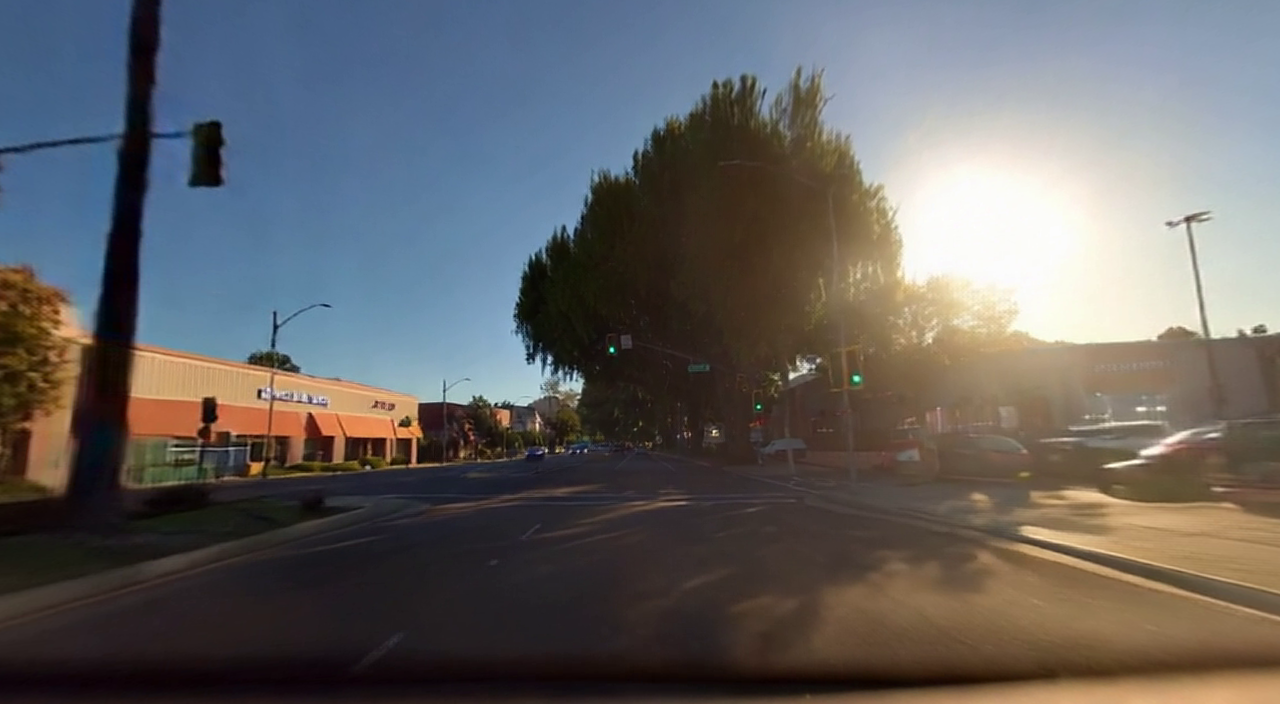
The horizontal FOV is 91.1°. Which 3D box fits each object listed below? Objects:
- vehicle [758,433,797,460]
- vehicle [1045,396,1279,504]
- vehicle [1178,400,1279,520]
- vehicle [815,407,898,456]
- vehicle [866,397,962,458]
[{"bbox_3d":[9.943,6.896,45.598,1.655,1.820,3.969,0,-9,-4],"label":"vehicle"},{"bbox_3d":[10.946,1.892,12.214,4.641,1.883,2.085,0,-9,-3],"label":"vehicle"},{"bbox_3d":[11.124,1.592,9.470,4.233,1.665,1.847,-1,-9,-1],"label":"vehicle"},{"bbox_3d":[16.324,6.181,48.383,2.814,3.328,10.467,0,-8,1],"label":"vehicle"},{"bbox_3d":[16.129,4.624,37.697,3.161,3.209,7.934,-1,-8,8],"label":"vehicle"}]
